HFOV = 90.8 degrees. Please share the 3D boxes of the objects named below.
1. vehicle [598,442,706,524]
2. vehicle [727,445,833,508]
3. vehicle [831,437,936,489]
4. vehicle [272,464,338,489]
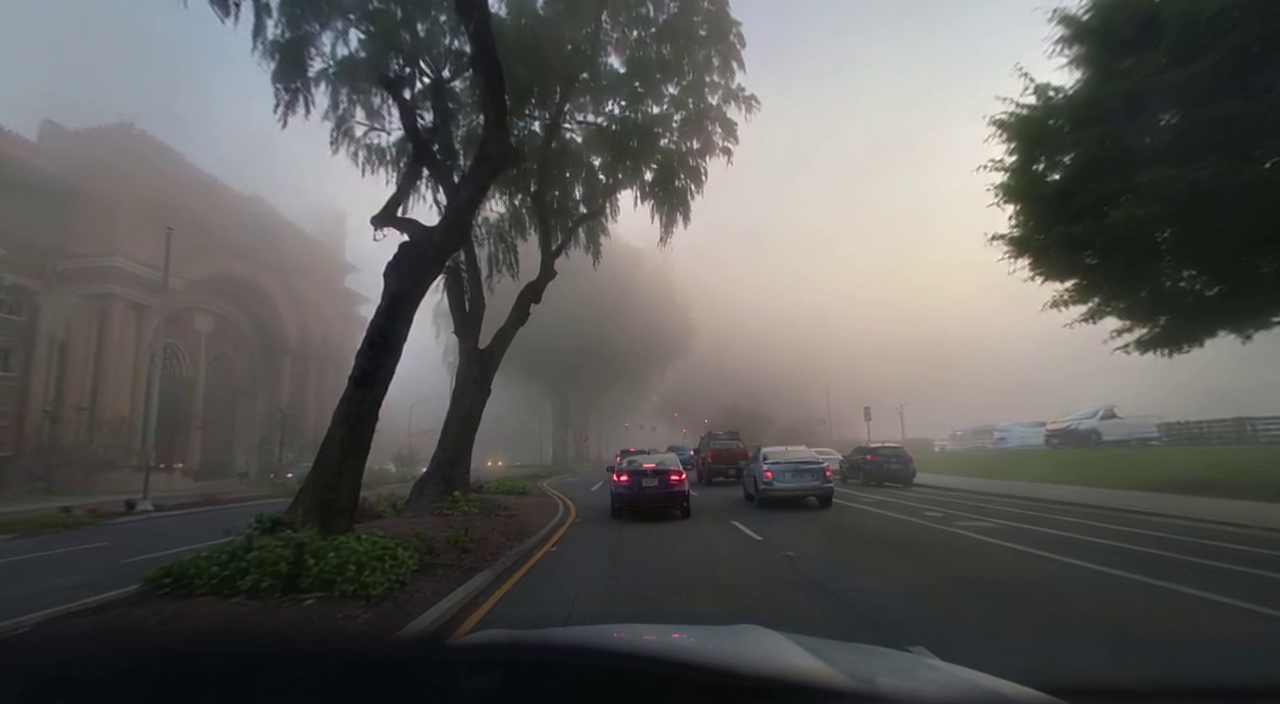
[{"bbox_3d":[0.206,2.784,13.964,2.050,1.521,3.747,0,-8,-1],"label":"vehicle"},{"bbox_3d":[3.616,3.260,17.099,1.833,1.465,4.258,0,-8,-1],"label":"vehicle"},{"bbox_3d":[8.785,4.030,23.329,1.994,1.715,4.777,0,-8,0],"label":"vehicle"},{"bbox_3d":[-23.726,8.833,44.947,1.957,1.493,4.900,-1,-8,0],"label":"vehicle"}]
